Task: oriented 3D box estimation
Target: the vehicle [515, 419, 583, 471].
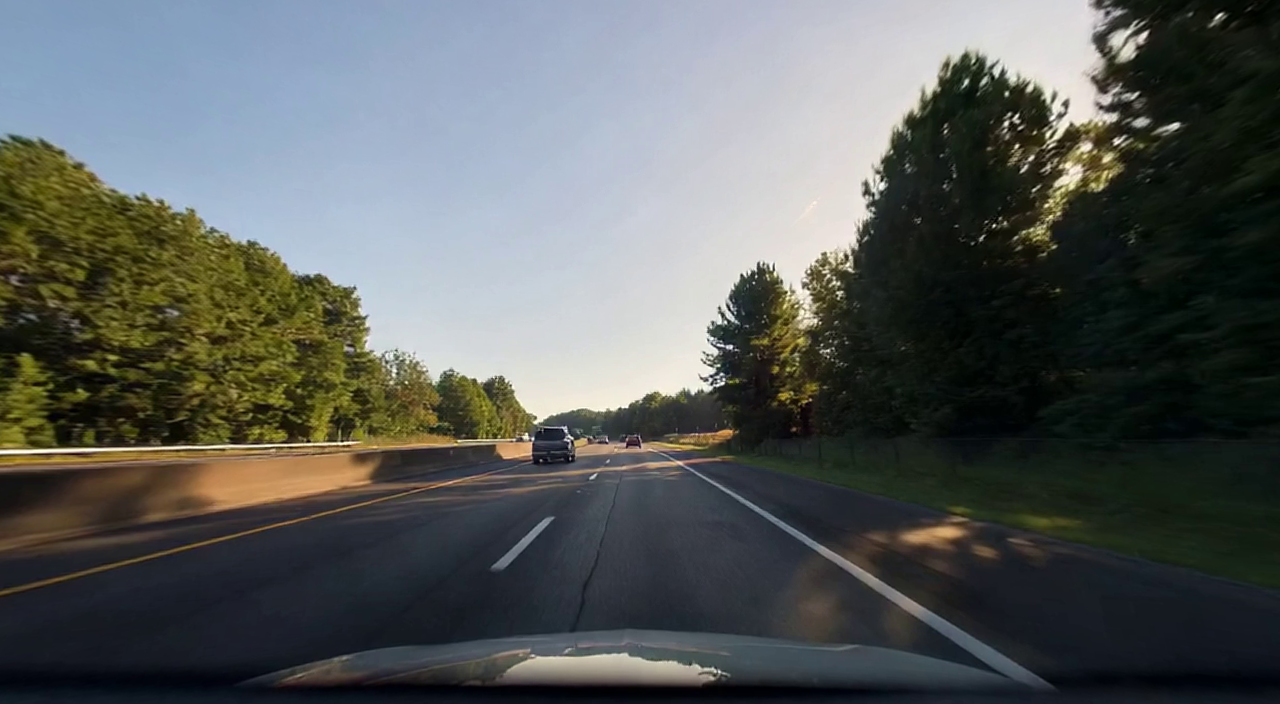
[{"bbox_3d":[-3.826,4.008,27.313,2.241,2.034,4.890,0,-8,0],"label":"vehicle"}]
